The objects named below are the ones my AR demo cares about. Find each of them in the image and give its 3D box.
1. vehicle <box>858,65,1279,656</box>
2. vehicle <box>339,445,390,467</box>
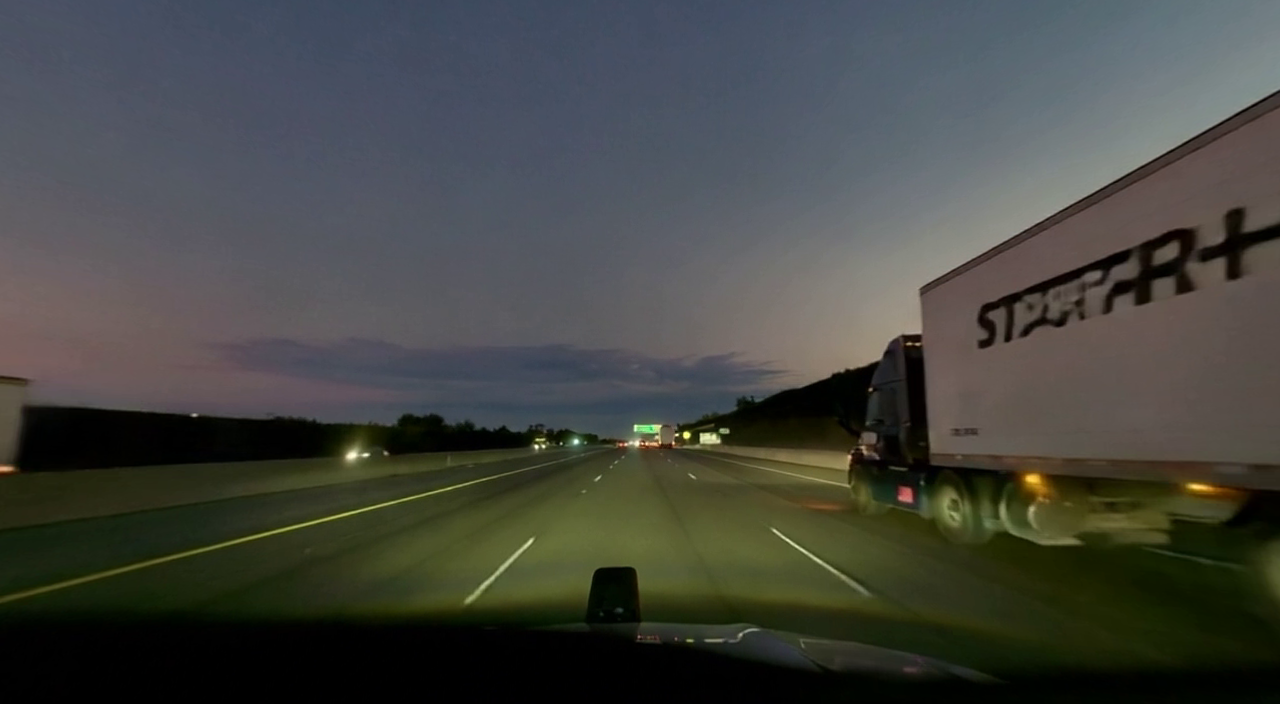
[{"bbox_3d":[5.235,0.219,4.998,2.949,3.470,10.539,0,-8,-2],"label":"vehicle"},{"bbox_3d":[-20.849,7.869,47.845,1.857,1.482,4.561,-1,-8,-1],"label":"vehicle"}]
